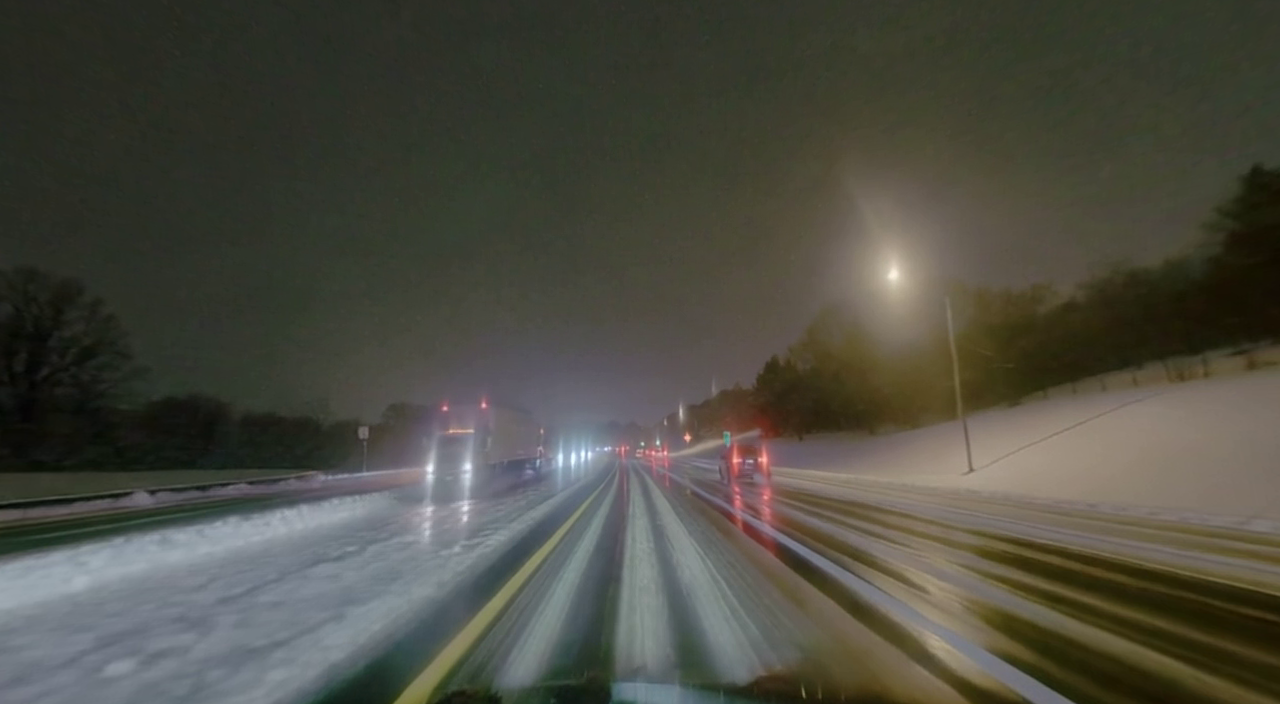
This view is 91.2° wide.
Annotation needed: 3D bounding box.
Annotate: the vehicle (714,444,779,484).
[{"bbox_3d":[4.259,4.561,25.649,1.917,1.488,3.693,0,-9,-1],"label":"vehicle"}]
